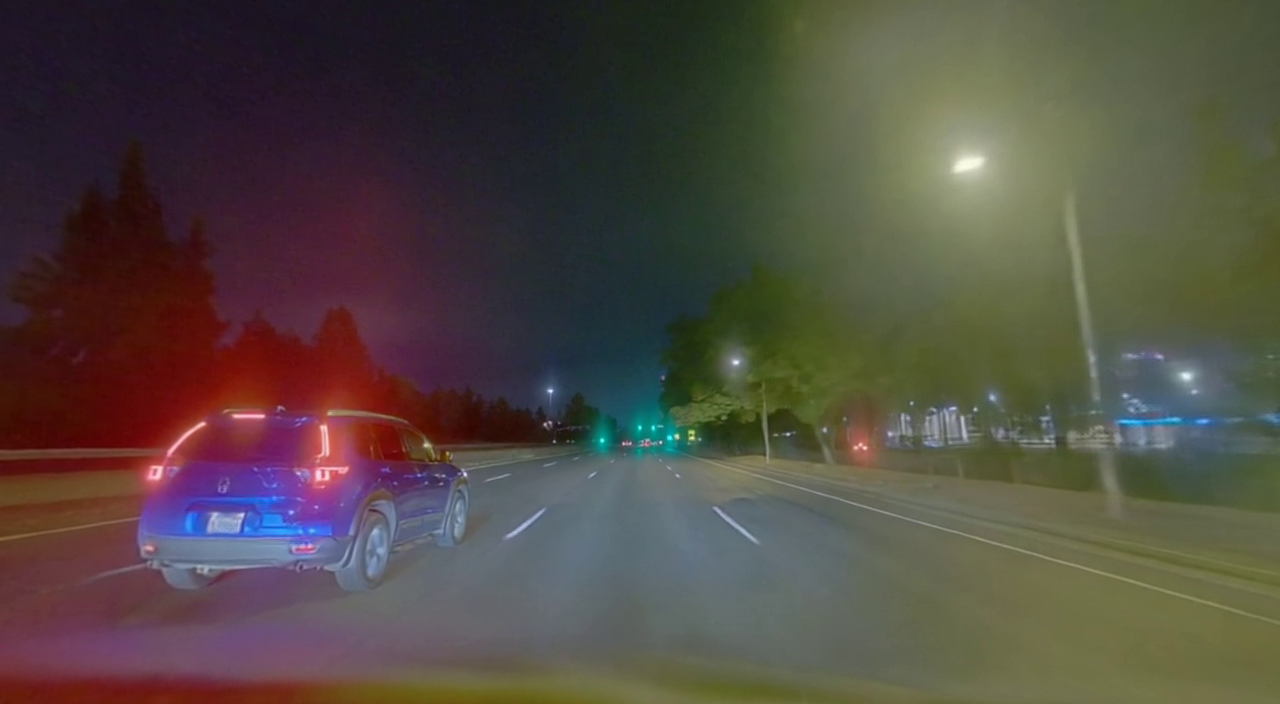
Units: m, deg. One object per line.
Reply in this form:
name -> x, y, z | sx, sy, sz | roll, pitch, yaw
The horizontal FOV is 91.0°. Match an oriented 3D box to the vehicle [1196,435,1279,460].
vehicle -> 37.466, 5.899, 38.887 | 4.447, 1.464, 1.793 | 0, -8, 0

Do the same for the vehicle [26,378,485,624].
vehicle -> -3.249, 1.366, 6.719 | 2.033, 1.713, 4.503 | 0, -8, 0
